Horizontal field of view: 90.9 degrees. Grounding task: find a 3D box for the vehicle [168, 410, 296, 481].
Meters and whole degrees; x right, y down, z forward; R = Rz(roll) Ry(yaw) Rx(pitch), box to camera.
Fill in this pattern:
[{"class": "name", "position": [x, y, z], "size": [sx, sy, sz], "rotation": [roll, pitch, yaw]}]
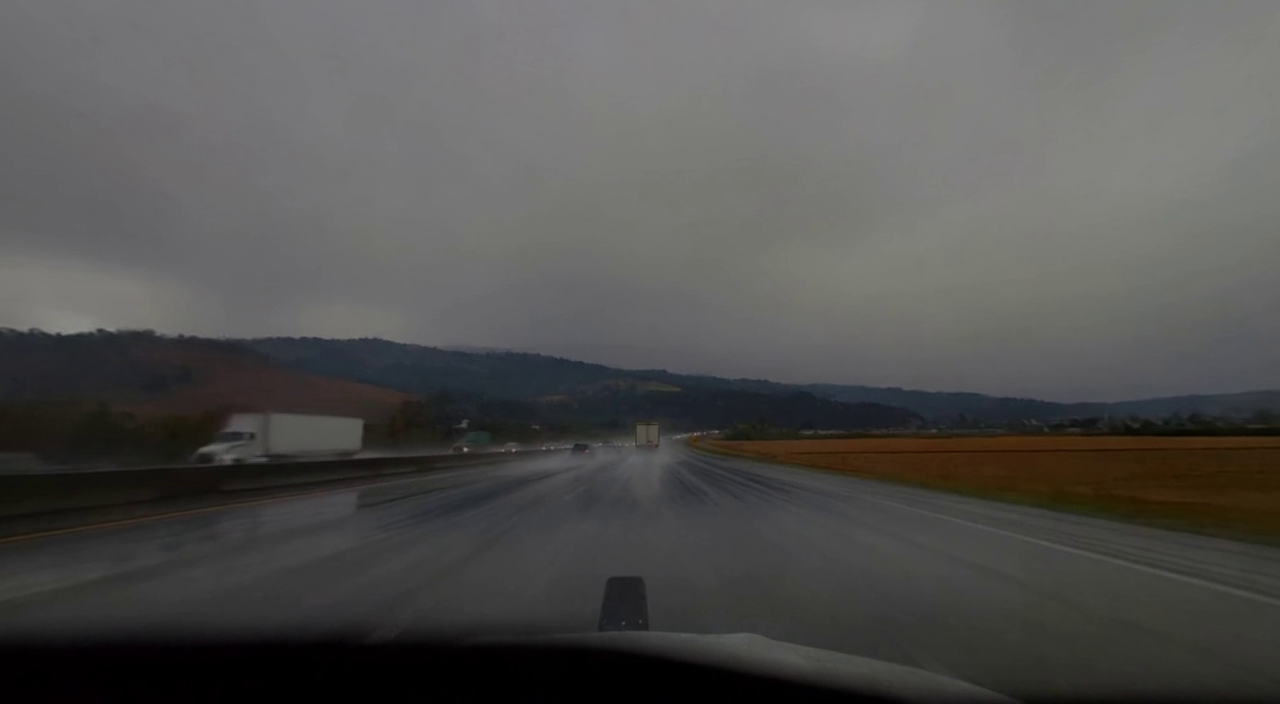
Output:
[{"class": "vehicle", "position": [-24.755, 5.740, 38.853], "size": [3.008, 3.898, 7.060], "rotation": [0, -8, 0]}]
